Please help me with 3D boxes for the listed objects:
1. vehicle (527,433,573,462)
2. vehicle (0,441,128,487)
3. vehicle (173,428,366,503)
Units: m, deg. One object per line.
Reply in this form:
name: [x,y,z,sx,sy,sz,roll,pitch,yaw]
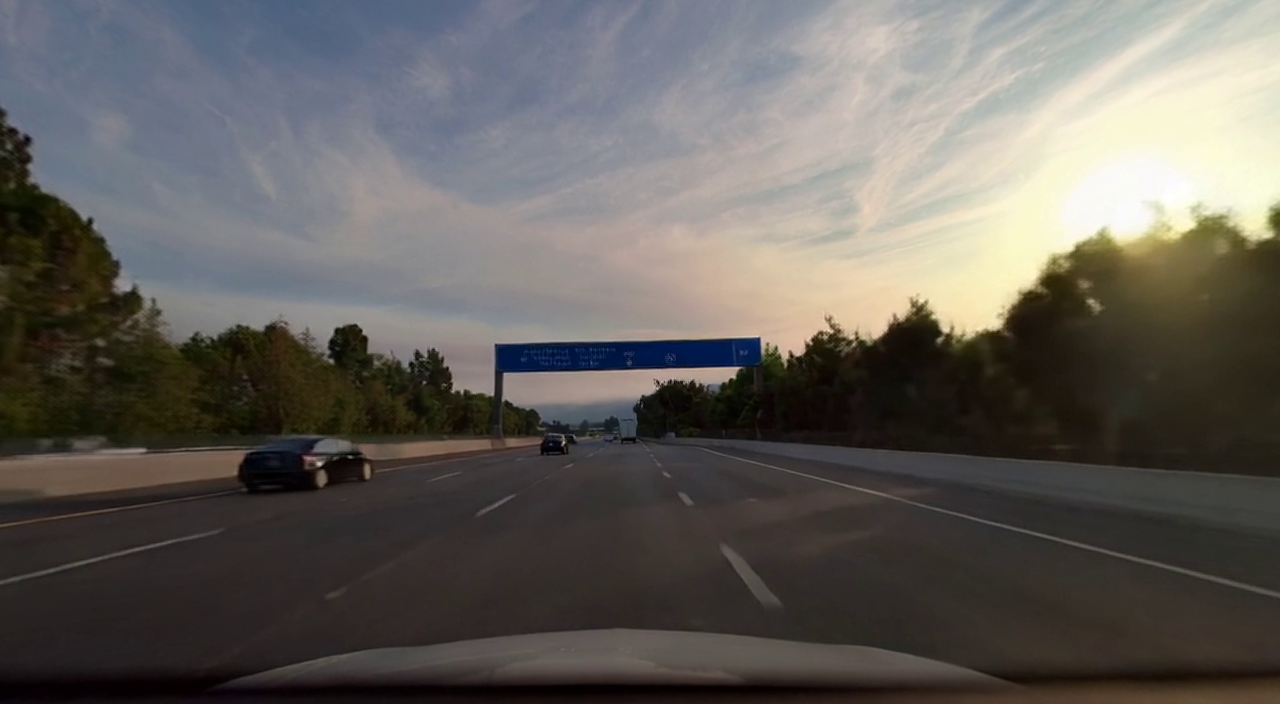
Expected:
vehicle: [-4.803,5.121,34.045,1.912,1.495,3.703,0,-7,0]
vehicle: [-20.777,3.876,22.202,2.004,1.412,4.131,0,-7,-1]
vehicle: [-8.343,2.550,14.770,1.973,1.470,4.270,0,-7,-1]
